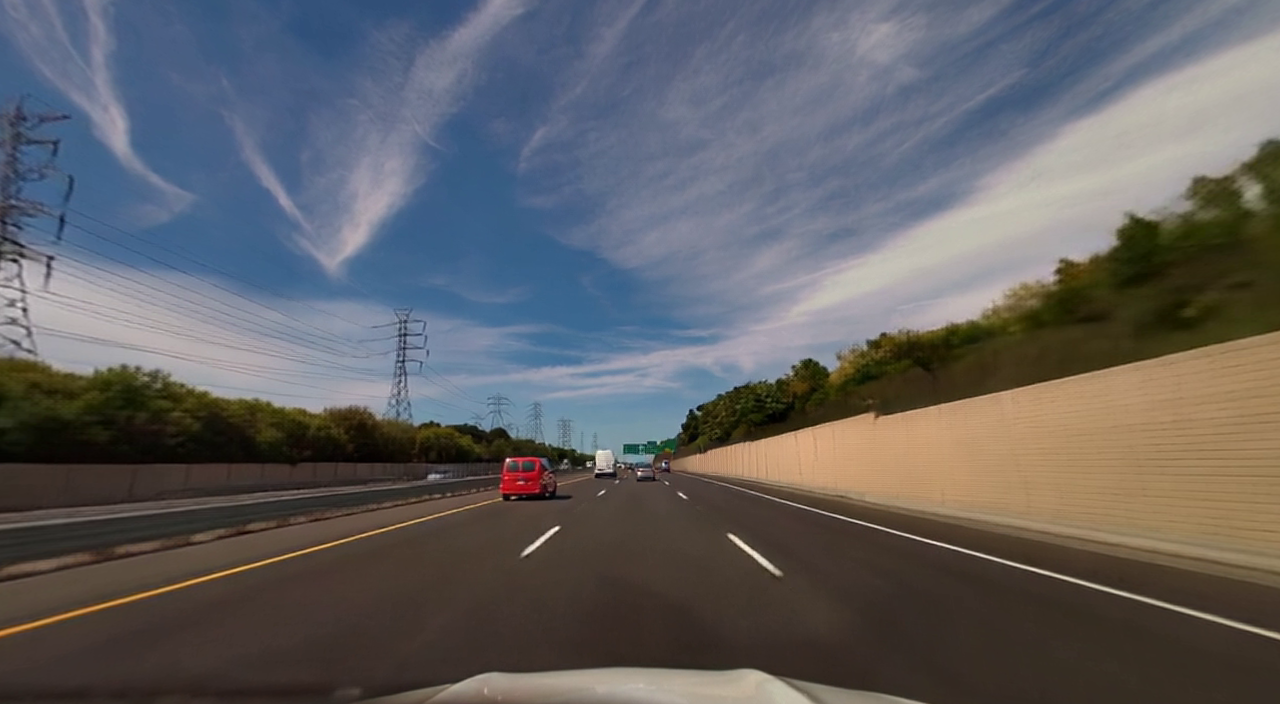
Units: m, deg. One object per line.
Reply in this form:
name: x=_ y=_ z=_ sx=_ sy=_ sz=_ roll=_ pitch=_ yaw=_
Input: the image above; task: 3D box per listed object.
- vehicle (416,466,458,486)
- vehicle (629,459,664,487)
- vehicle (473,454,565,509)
vehicle: x=-15.400 y=9.431 z=47.985 sx=1.793 sy=1.429 sz=4.114 roll=1 pitch=-10 yaw=-1
vehicle: x=0.352 y=7.298 z=38.075 sx=2.006 sy=1.554 sz=3.863 roll=1 pitch=-10 yaw=-1
vehicle: x=-3.757 y=4.139 z=20.434 sx=2.023 sy=1.541 sz=4.543 roll=1 pitch=-10 yaw=0
